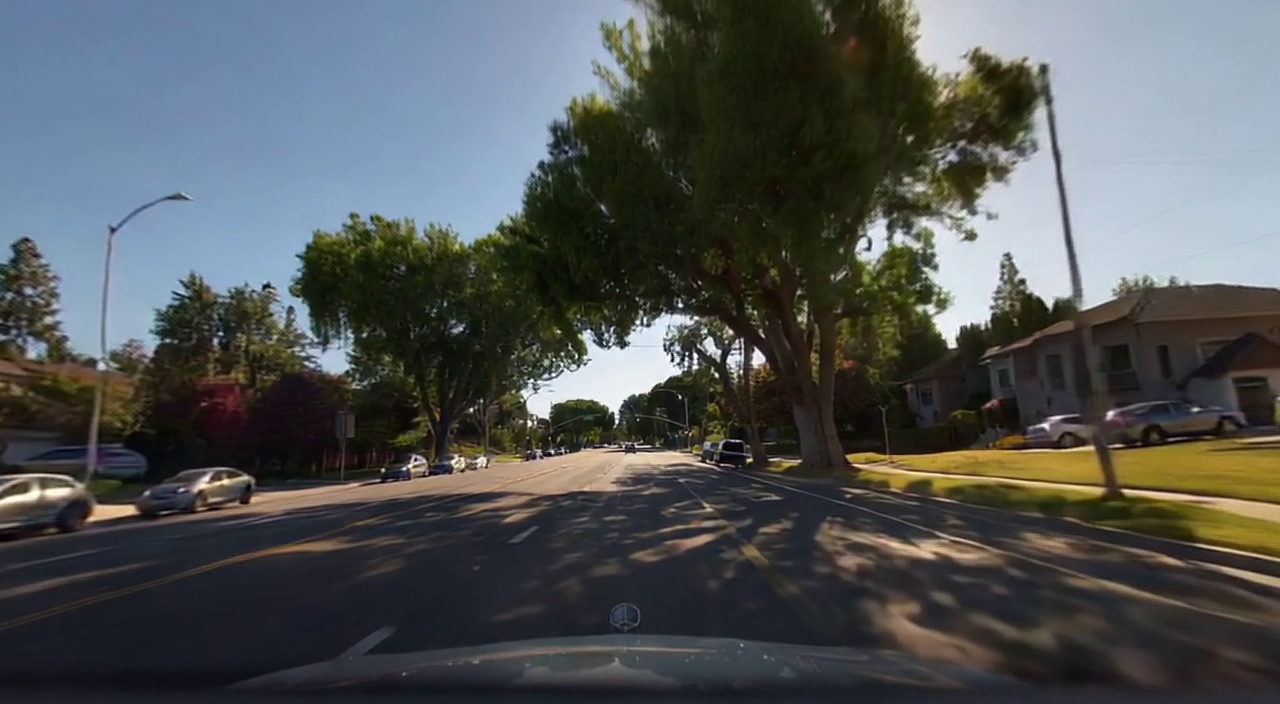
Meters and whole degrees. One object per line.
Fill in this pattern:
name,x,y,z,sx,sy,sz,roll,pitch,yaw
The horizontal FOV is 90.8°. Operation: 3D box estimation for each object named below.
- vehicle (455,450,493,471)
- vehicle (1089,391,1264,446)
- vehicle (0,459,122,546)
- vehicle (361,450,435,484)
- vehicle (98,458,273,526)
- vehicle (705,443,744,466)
vehicle,-12.724,8.349,48.755,1.812,1.454,4.351,0,-8,-1
vehicle,17.400,2.259,20.667,1.726,1.620,3.938,6,-11,-37
vehicle,-12.679,2.958,12.261,1.828,1.510,4.149,-4,-8,-1
vehicle,-12.713,6.054,33.582,2.078,1.618,4.650,0,-8,0
vehicle,-12.771,3.909,18.193,1.909,1.477,4.345,-3,-8,-1
vehicle,5.666,6.928,42.827,1.875,1.466,4.355,0,-8,-2
